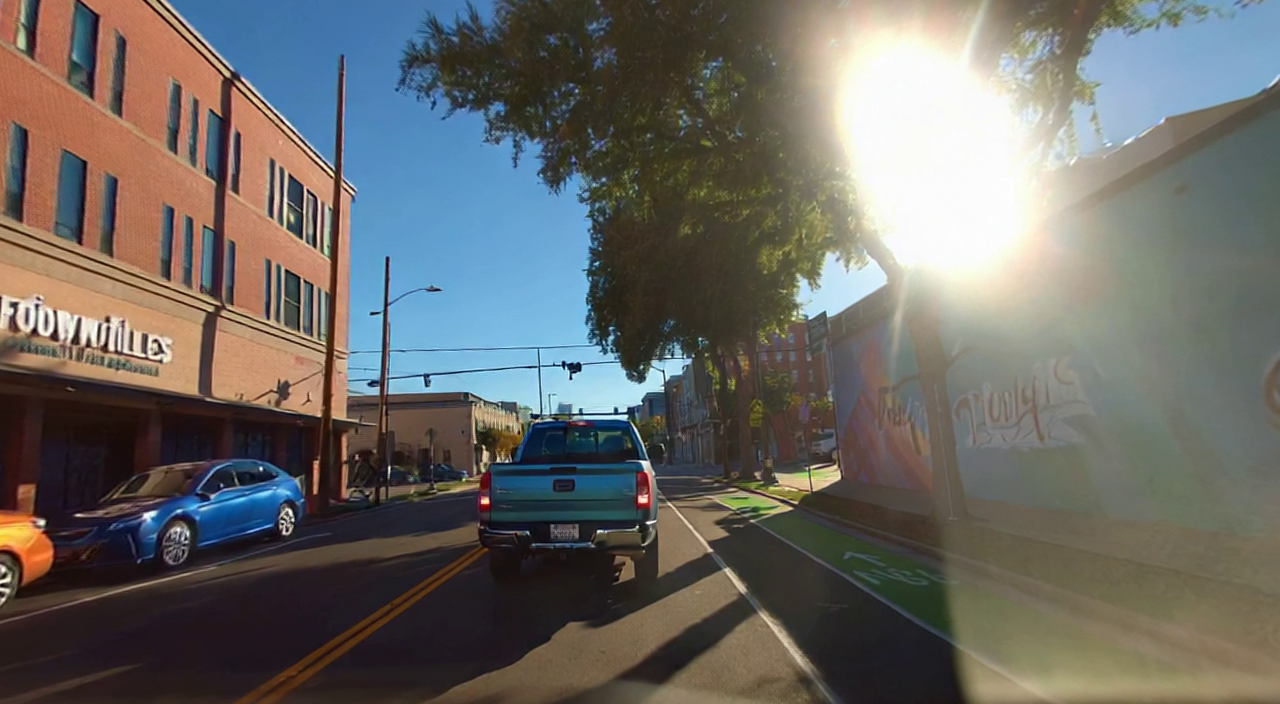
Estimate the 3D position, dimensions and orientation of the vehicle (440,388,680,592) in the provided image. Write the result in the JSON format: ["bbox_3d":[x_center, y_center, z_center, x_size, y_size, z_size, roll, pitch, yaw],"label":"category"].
[{"bbox_3d":[-0.708,1.617,8.231,2.215,1.882,4.611,0,-8,1],"label":"vehicle"}]

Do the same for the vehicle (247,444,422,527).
[{"bbox_3d":[-7.396,3.222,16.055,1.884,1.730,5.076,0,-8,0],"label":"vehicle"}]

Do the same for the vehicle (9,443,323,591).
[{"bbox_3d":[-7.208,2.438,10.373,1.882,1.686,4.489,-5,-8,-3],"label":"vehicle"}]
